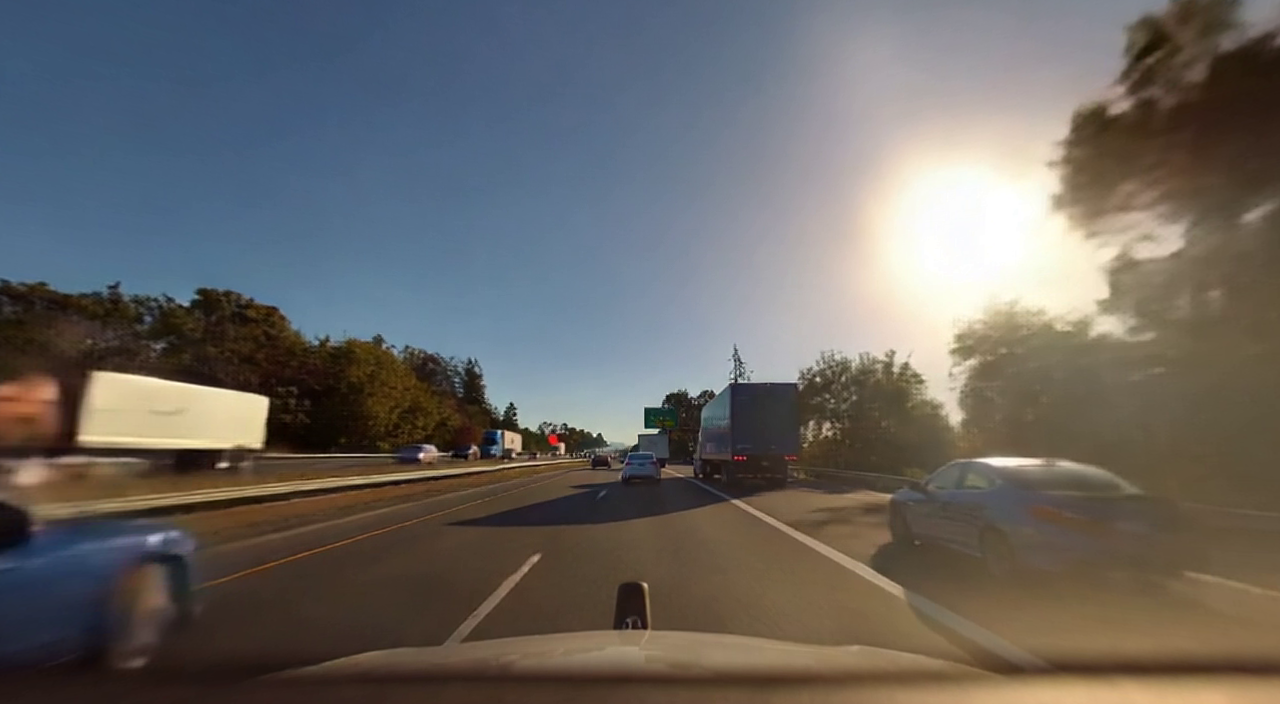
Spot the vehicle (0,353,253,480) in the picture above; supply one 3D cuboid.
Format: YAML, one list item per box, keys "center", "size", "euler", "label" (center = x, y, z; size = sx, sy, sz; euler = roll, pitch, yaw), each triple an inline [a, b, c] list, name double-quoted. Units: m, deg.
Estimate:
- center: [-19.759, 2.738, 23.791]
  size: [2.806, 3.616, 11.656]
  euler: [0, -9, 0]
  label: "vehicle"

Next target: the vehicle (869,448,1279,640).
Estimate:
- center: [4.340, 1.760, 6.881]
  size: [2.037, 1.377, 4.407]
  euler: [0, -9, 0]
  label: "vehicle"

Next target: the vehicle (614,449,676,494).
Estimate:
- center: [0.162, 4.404, 23.622]
  size: [2.089, 1.516, 4.191]
  euler: [0, -9, 0]
  label: "vehicle"

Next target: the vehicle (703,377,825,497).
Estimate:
- center: [4.863, 3.943, 28.237]
  size: [2.877, 4.035, 13.897]
  euler: [0, -9, 1]
  label: "vehicle"
